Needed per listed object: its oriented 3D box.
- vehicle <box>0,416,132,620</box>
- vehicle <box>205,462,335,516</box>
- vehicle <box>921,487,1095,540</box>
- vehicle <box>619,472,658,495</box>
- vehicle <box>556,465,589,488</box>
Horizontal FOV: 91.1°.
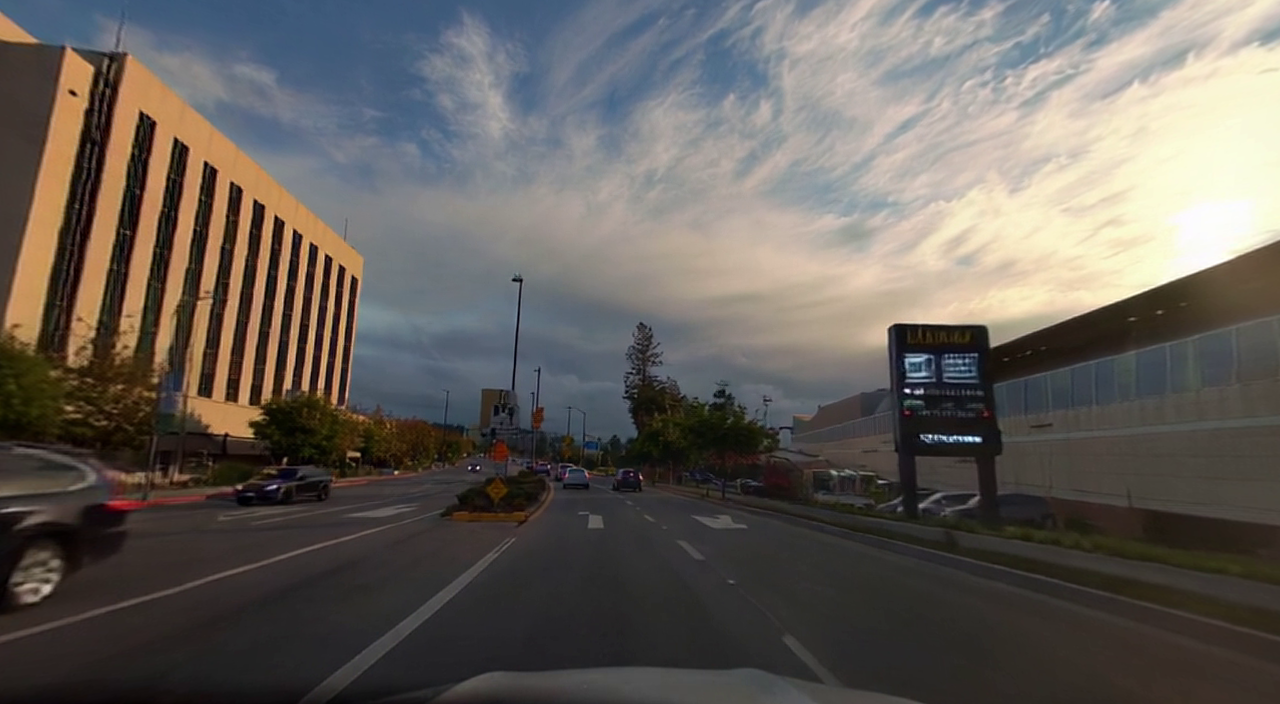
[{"bbox_3d":[-6.357,1.230,4.393,2.011,1.701,4.519,1,-10,-5],"label":"vehicle"},{"bbox_3d":[-11.173,4.156,19.310,1.839,1.456,3.859,1,-10,-5],"label":"vehicle"},{"bbox_3d":[11.503,5.058,19.876,4.302,1.456,1.832,0,-10,2],"label":"vehicle"},{"bbox_3d":[-0.131,7.435,35.587,1.775,1.186,2.933,2,-11,-9],"label":"vehicle"},{"bbox_3d":[-4.747,8.682,43.860,2.005,1.498,3.643,2,-11,-10],"label":"vehicle"}]
